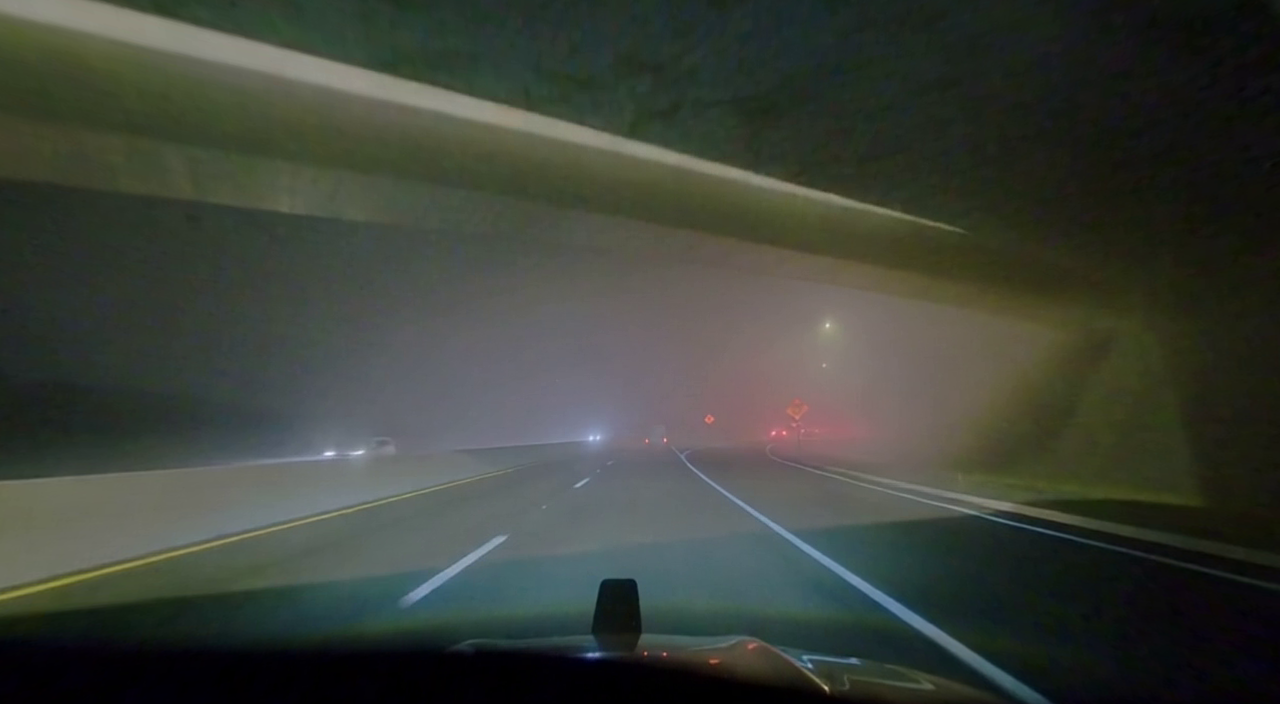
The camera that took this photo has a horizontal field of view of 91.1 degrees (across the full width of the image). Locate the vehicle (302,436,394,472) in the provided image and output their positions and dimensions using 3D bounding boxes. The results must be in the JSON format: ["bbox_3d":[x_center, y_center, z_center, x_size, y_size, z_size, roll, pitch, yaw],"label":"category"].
[{"bbox_3d":[-12.823,4.474,27.942,1.910,1.479,4.408,0,-8,0],"label":"vehicle"}]
